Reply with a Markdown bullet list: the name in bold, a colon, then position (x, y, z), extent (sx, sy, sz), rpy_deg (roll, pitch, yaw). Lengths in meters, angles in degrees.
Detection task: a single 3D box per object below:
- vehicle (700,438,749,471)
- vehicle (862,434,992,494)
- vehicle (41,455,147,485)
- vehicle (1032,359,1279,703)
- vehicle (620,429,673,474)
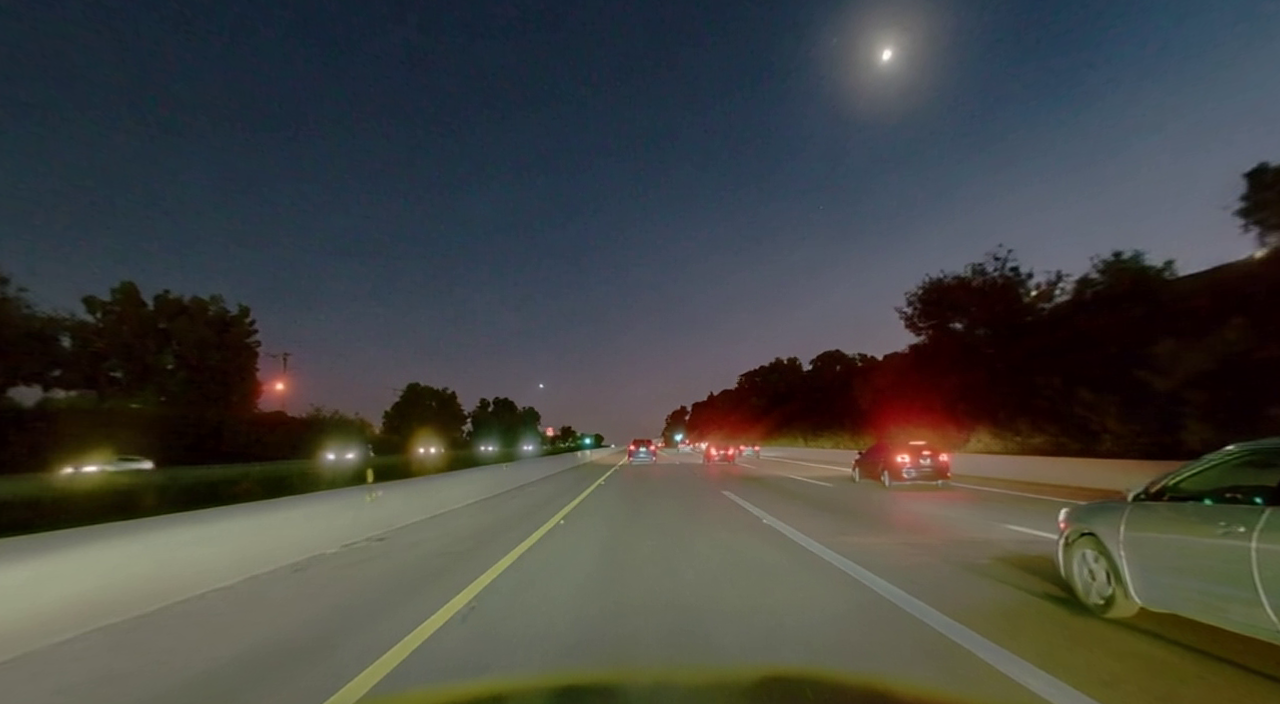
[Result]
- **vehicle**: position (4.176, 5.130, 31.782), extent (1.825, 1.487, 4.034), rpy_deg (0, -8, -1)
- **vehicle**: position (8.144, 3.189, 18.367), extent (1.810, 1.516, 4.183), rpy_deg (-1, -8, 0)
- **vehicle**: position (-31.202, 6.719, 36.240), extent (1.866, 1.472, 4.711), rpy_deg (-1, -8, 0)
- **vehicle**: position (3.779, 0.787, 2.225), extent (2.003, 1.661, 4.418), rpy_deg (-1, -8, 1)
- **vehicle**: position (0.265, 4.490, 28.661), extent (2.189, 1.852, 4.038), rpy_deg (0, -8, 0)
